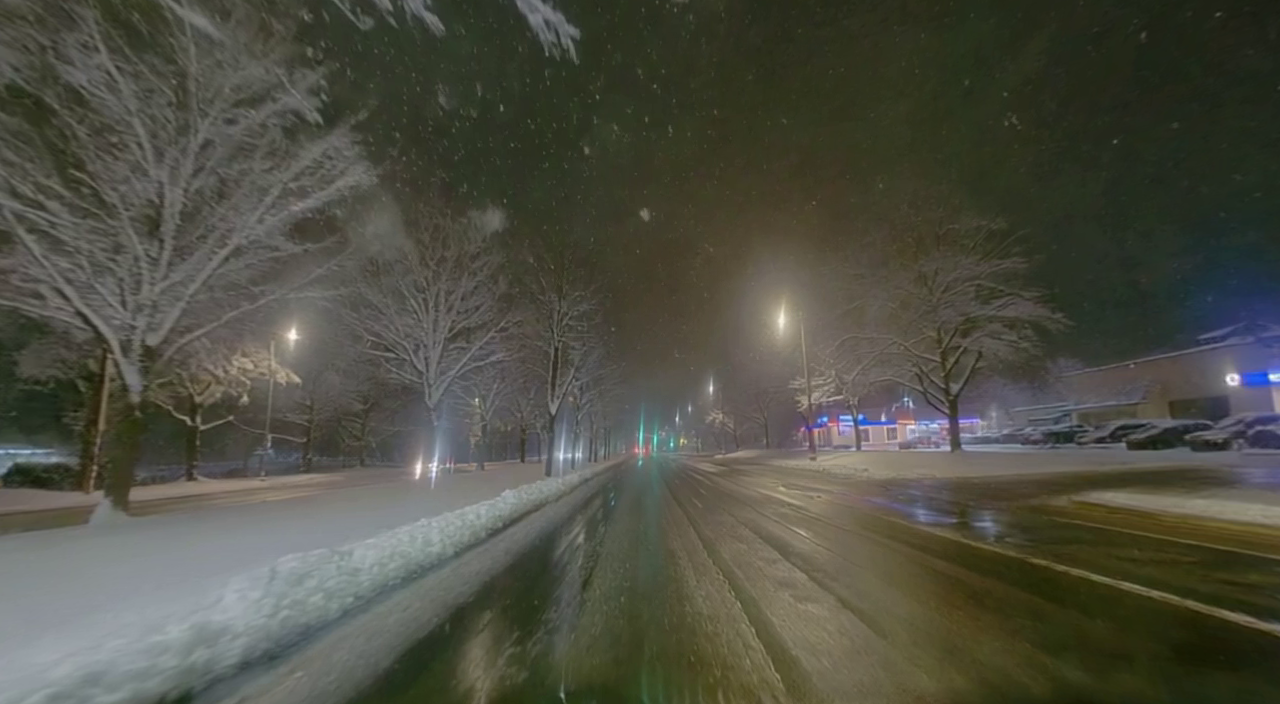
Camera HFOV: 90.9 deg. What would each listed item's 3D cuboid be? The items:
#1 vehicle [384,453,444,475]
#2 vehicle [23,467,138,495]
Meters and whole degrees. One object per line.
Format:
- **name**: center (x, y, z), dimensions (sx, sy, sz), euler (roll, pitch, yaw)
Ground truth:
- **vehicle**: center (-17.510, 8.629, 48.681), dimensions (5.184, 1.494, 2.129), euler (-8, -12, 43)
- **vehicle**: center (-31.654, 7.310, 35.747), dimensions (4.706, 1.460, 1.994), euler (0, -8, 3)
